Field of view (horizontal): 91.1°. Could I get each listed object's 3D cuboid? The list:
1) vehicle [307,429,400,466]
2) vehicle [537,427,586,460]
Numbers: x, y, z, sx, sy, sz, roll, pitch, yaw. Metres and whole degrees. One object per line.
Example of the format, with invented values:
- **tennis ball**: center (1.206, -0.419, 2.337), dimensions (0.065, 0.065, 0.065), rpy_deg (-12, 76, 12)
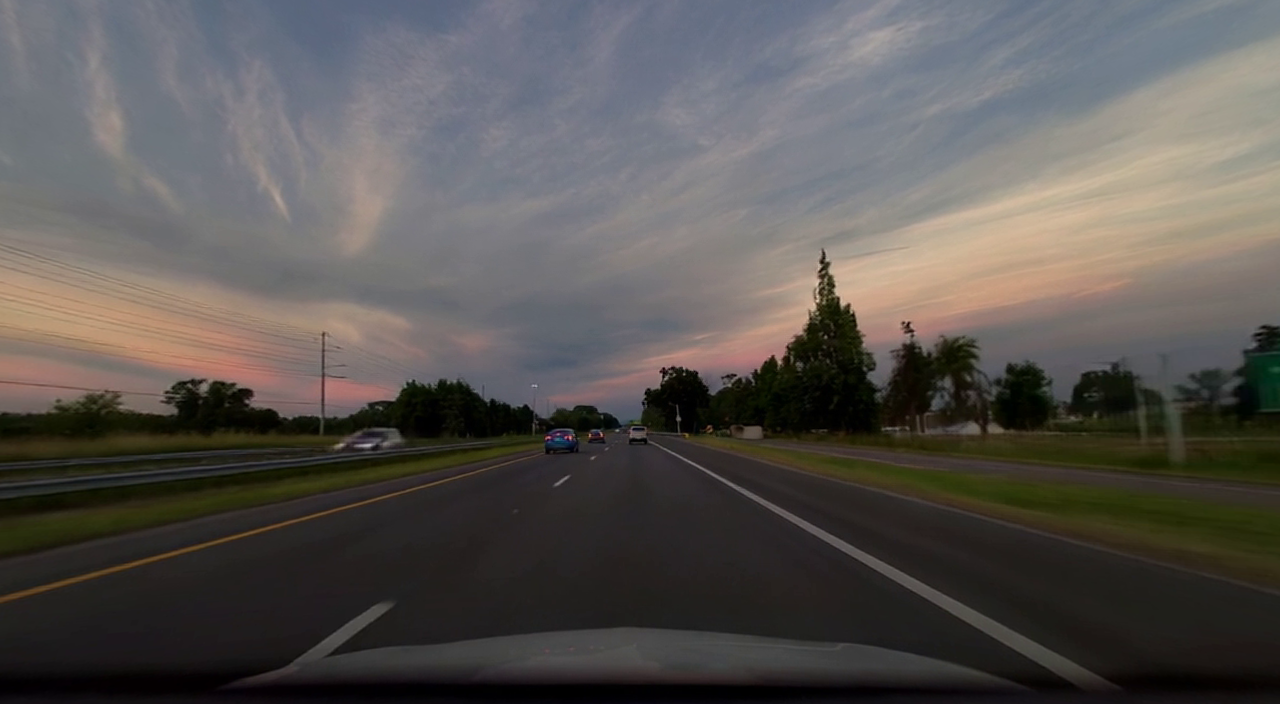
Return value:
- **vehicle**: center (-12.638, 4.232, 28.112), dimensions (2.096, 1.515, 4.436), rpy_deg (0, -8, 0)
- **vehicle**: center (-4.007, 4.723, 32.722), dimensions (2.023, 1.580, 4.259), rpy_deg (0, -8, -1)
